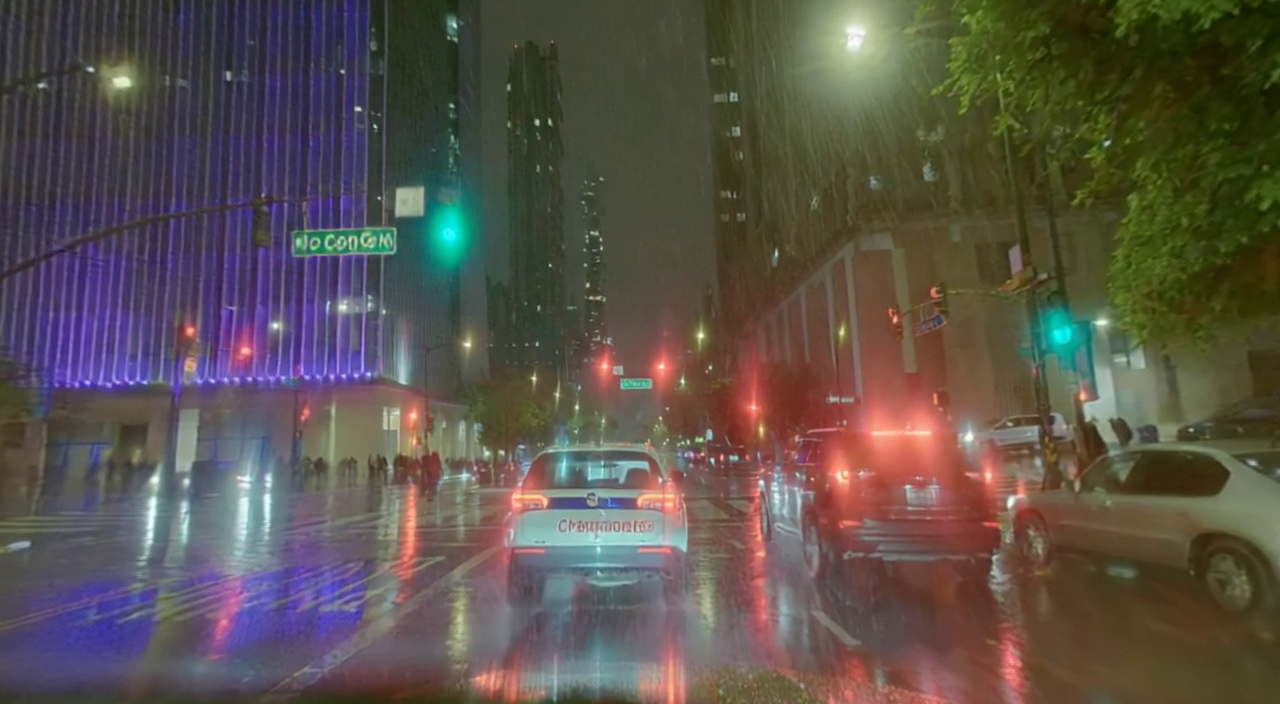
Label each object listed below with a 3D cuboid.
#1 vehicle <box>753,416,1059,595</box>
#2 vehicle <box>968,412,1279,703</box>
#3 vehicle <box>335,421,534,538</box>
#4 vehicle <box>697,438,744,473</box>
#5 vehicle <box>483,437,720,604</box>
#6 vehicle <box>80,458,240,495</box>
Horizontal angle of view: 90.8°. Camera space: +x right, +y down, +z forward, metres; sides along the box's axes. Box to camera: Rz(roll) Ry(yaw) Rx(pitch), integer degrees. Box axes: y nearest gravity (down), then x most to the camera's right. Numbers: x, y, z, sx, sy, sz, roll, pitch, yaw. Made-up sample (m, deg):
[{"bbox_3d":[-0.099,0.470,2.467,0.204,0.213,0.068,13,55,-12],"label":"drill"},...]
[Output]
[{"bbox_3d":[3.030,1.853,8.628,2.072,1.735,4.759,0,-8,0],"label":"vehicle"},{"bbox_3d":[2.745,0.807,1.119,1.902,1.454,4.540,0,-8,0],"label":"vehicle"},{"bbox_3d":[-3.695,2.411,12.693,2.190,1.840,5.272,0,-8,0],"label":"vehicle"},{"bbox_3d":[5.648,7.335,45.061,2.420,2.300,5.313,0,-8,-3],"label":"vehicle"},{"bbox_3d":[-0.368,1.801,7.718,2.092,1.454,4.132,0,-8,-1],"label":"vehicle"},{"bbox_3d":[-20.185,5.243,26.724,5.153,1.449,1.966,0,-8,1],"label":"vehicle"}]
